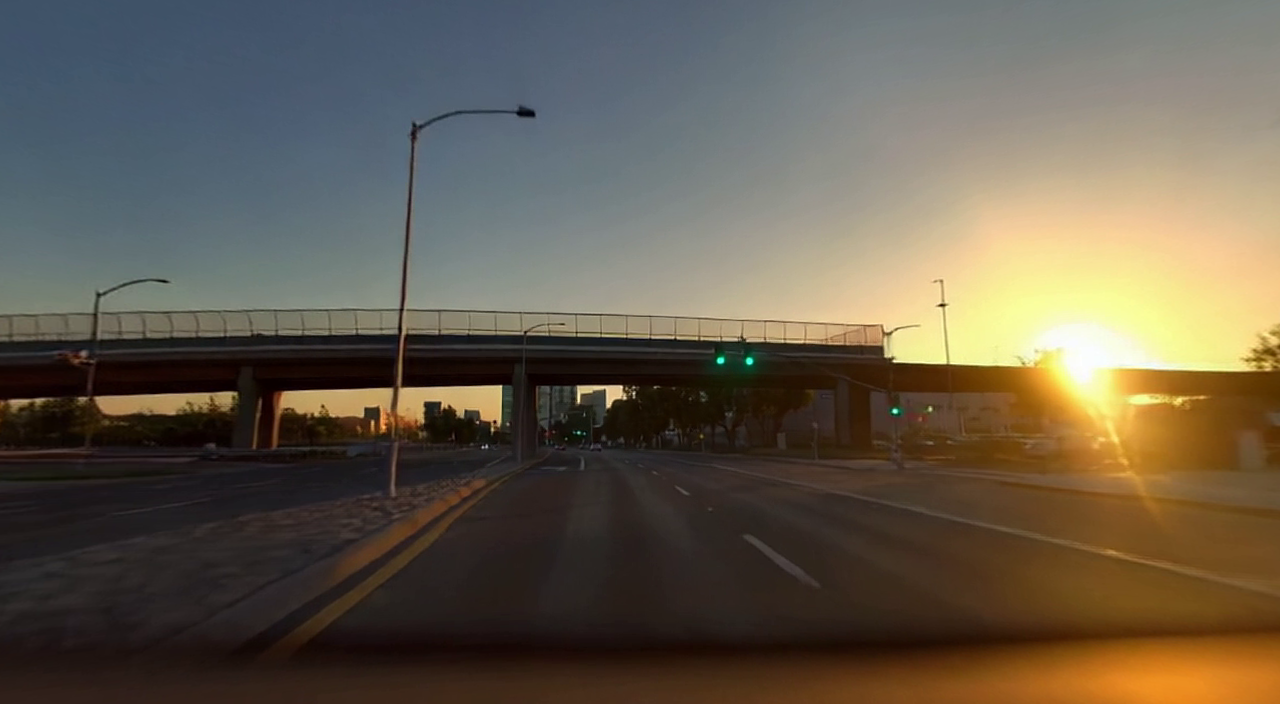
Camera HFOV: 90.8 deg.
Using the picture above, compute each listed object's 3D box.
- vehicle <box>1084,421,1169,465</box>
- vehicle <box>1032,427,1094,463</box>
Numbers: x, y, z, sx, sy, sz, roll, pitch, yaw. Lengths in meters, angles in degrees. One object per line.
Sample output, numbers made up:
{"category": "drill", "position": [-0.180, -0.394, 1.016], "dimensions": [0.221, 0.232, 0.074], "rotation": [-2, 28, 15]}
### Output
{"category": "vehicle", "position": [24.086, 4.537, 31.532], "dimensions": [2.177, 1.983, 5.217], "rotation": [-3, -9, 25]}
{"category": "vehicle", "position": [22.120, 4.884, 33.197], "dimensions": [1.969, 1.732, 4.610], "rotation": [-3, -9, 25]}
